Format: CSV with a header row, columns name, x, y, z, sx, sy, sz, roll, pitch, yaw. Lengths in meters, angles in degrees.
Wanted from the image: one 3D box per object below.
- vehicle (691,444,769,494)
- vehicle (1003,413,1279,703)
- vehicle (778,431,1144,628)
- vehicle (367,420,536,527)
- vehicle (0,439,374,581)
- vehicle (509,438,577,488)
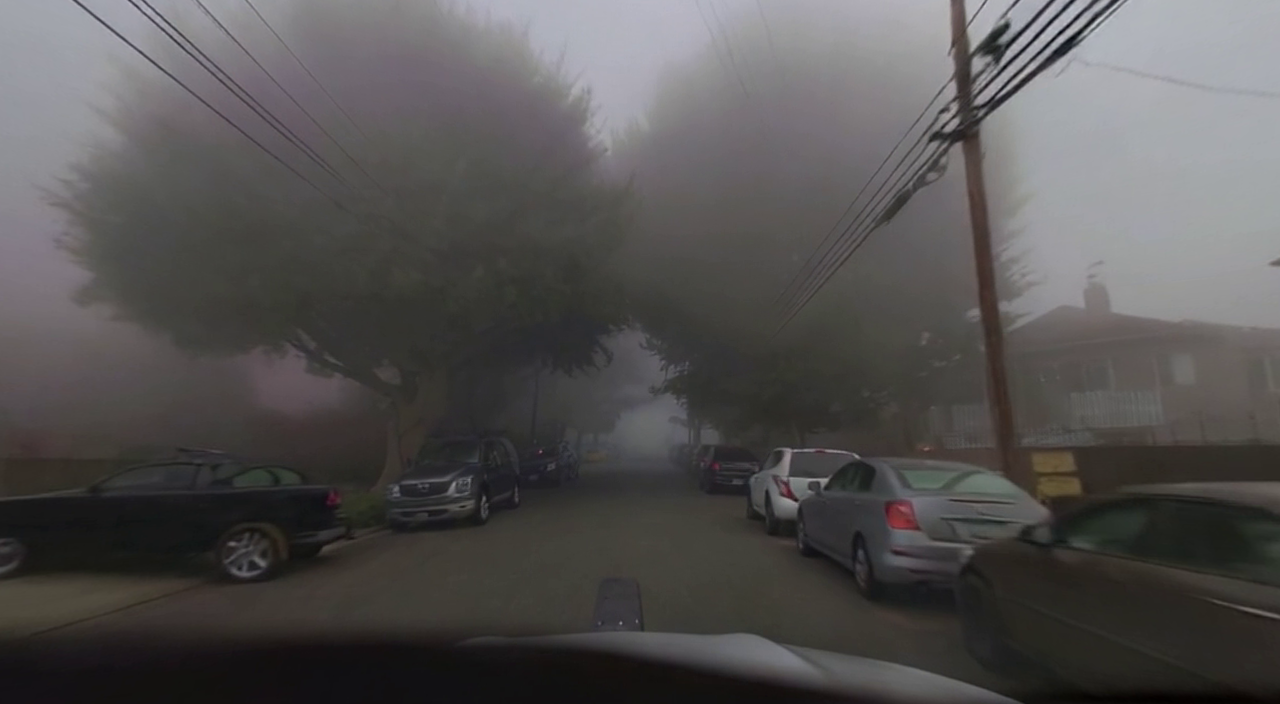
name,x,y,z,sx,sy,sz,roll,pitch,yaw
vehicle,2.932,3.904,21.669,1.952,1.469,4.776,0,-8,0
vehicle,4.268,1.006,2.517,4.471,1.493,1.886,0,-8,-2
vehicle,2.964,1.688,7.172,1.878,1.491,4.495,0,-8,1
vehicle,-3.911,2.612,14.310,2.280,1.953,5.092,0,-8,0
vehicle,-6.201,1.874,7.964,4.816,1.519,1.920,0,-8,-4
vehicle,-3.723,4.336,25.196,2.014,1.780,4.757,0,-8,-1
